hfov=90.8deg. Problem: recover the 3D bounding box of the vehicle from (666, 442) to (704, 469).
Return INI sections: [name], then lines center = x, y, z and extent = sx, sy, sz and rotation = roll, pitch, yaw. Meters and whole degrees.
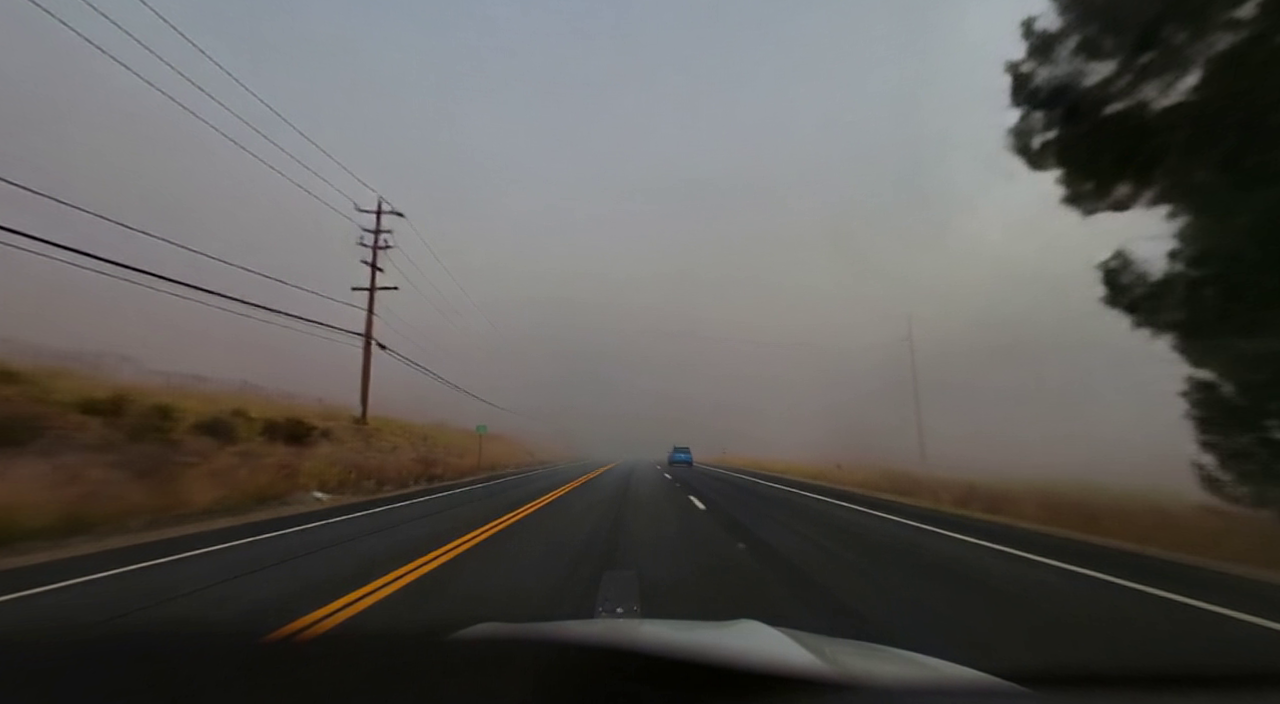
[vehicle]
center = 3.007, 6.992, 42.883
extent = 2.135, 1.692, 4.185
rotation = 0, -9, -2
